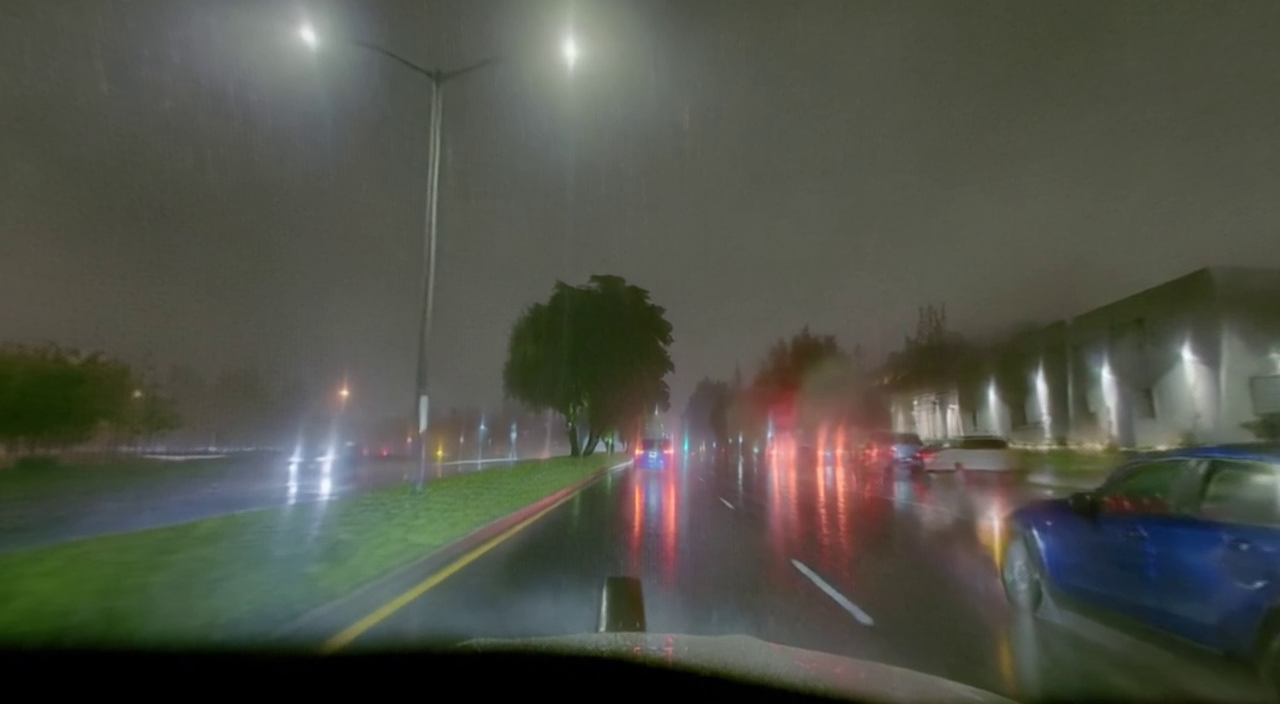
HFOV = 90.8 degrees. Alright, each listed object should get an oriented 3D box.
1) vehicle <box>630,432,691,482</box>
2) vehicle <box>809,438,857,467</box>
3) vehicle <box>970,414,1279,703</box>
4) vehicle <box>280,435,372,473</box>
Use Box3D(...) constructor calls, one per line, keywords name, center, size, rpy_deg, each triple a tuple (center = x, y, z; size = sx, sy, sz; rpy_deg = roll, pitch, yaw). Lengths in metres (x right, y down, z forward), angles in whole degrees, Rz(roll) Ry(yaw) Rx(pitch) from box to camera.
Box3D(name="vehicle", center=(0.735, 3.887, 23.691), size=(2.085, 1.693, 4.301), rpy_deg=(0, -8, 1))
Box3D(name="vehicle", center=(12.652, 6.612, 41.758), size=(2.039, 1.826, 4.704), rpy_deg=(-1, -8, 5))
Box3D(name="vehicle", center=(3.718, 1.025, 3.025), size=(1.918, 1.418, 4.360), rpy_deg=(0, -8, 0))
Box3D(name="vehicle", center=(-15.668, 5.097, 31.858), size=(2.290, 1.758, 4.900), rpy_deg=(0, -8, -3))
